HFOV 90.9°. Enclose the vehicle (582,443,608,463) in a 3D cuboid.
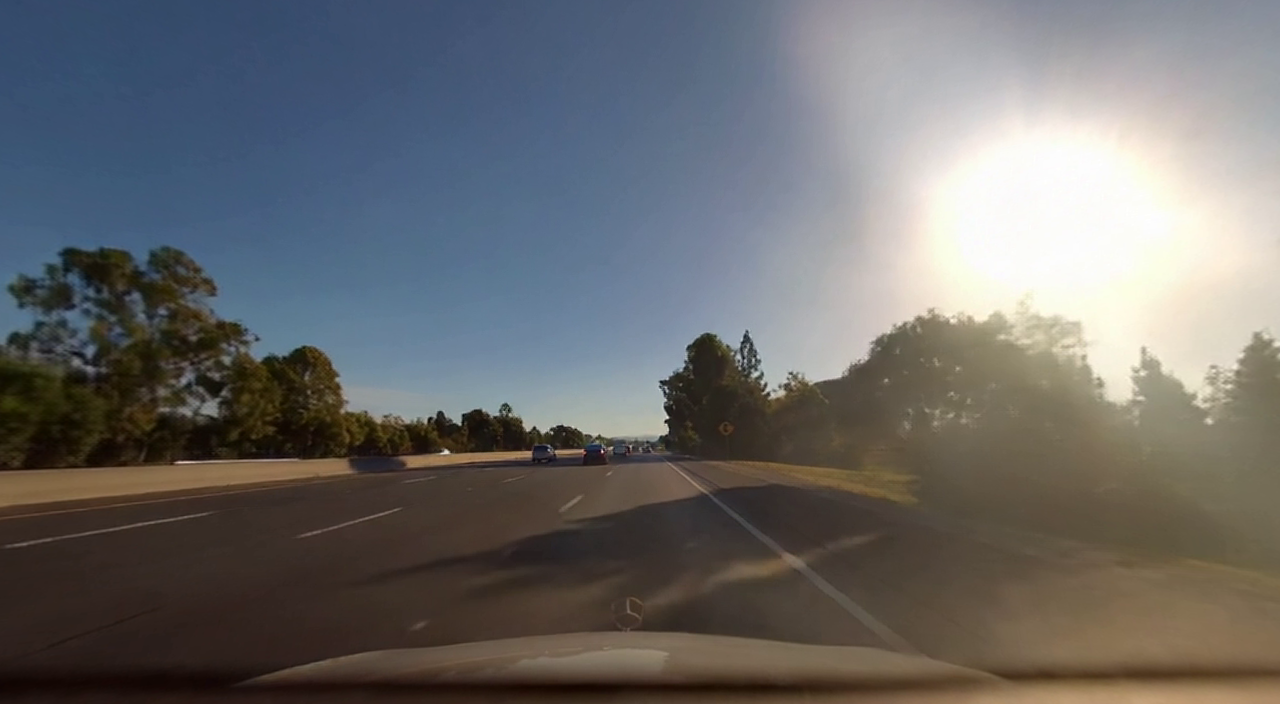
[{"bbox_3d":[-3.491,7.920,49.550,1.786,1.488,4.023,0,-8,0],"label":"vehicle"}]
